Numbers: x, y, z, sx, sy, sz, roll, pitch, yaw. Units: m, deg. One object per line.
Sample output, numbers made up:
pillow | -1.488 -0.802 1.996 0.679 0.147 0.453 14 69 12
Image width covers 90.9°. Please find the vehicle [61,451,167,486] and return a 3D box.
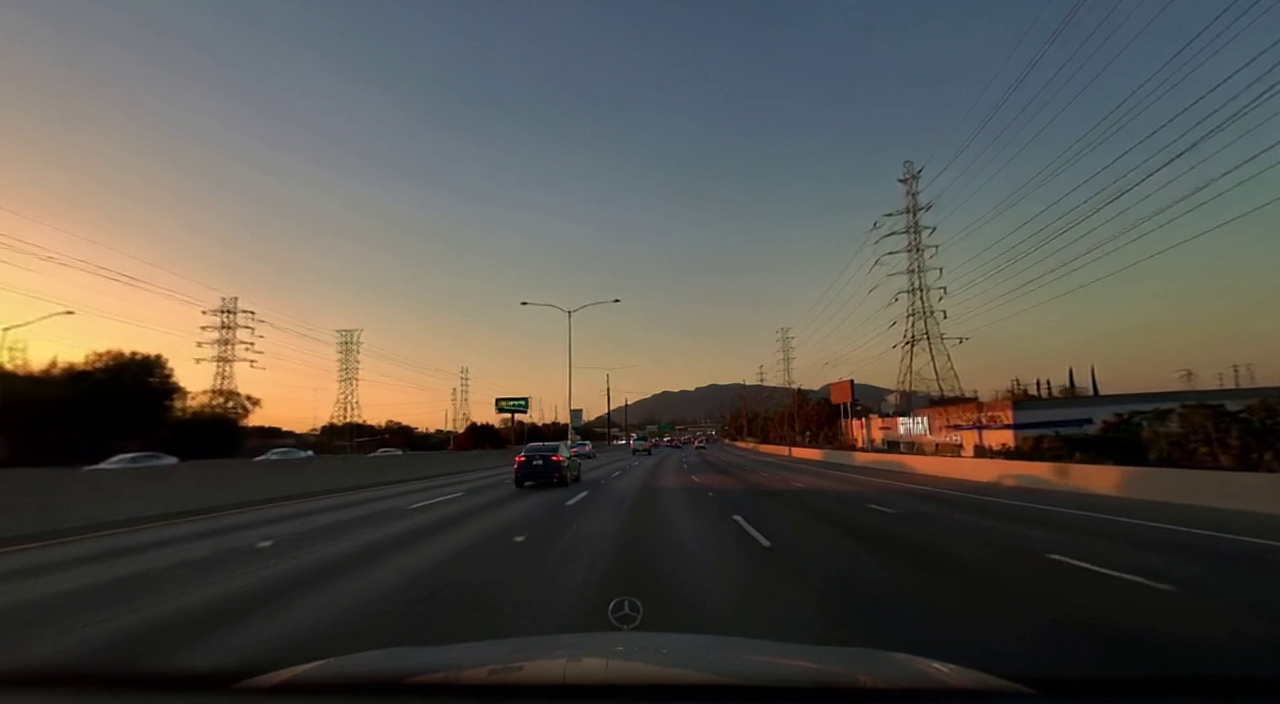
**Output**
vehicle | -23.033 5.096 27.804 1.605 1.392 3.428 0 -8 2

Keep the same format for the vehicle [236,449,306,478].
vehicle | -19.140 5.754 32.828 1.472 1.365 3.348 -1 -8 3

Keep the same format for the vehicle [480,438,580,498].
vehicle | -2.838 3.093 17.210 1.891 1.444 3.968 0 -8 2
